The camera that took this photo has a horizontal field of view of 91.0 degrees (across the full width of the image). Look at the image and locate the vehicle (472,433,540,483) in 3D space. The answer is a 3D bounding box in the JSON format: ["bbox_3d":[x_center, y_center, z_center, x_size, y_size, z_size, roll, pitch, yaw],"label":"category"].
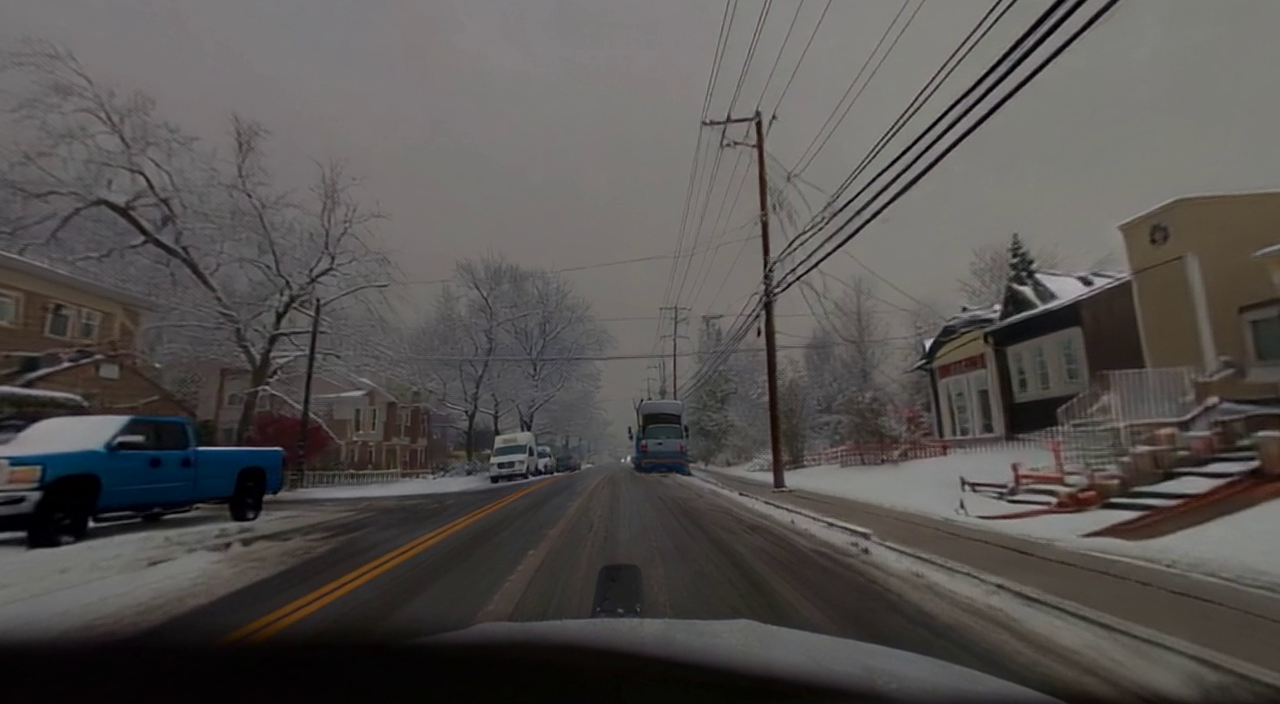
[{"bbox_3d":[-6.232,4.915,29.806,2.171,1.910,4.789,-1,-5,0],"label":"vehicle"}]

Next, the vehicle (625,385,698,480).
[{"bbox_3d":[0.861,4.160,30.613,2.915,3.793,9.963,1,-10,0],"label":"vehicle"}]

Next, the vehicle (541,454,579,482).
[{"bbox_3d":[-5.861,8.509,46.513,2.257,1.916,5.089,0,-9,-2],"label":"vehicle"}]

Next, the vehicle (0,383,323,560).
[{"bbox_3d":[-7.706,1.742,9.729,2.238,1.895,5.648,-1,-9,6],"label":"vehicle"}]
